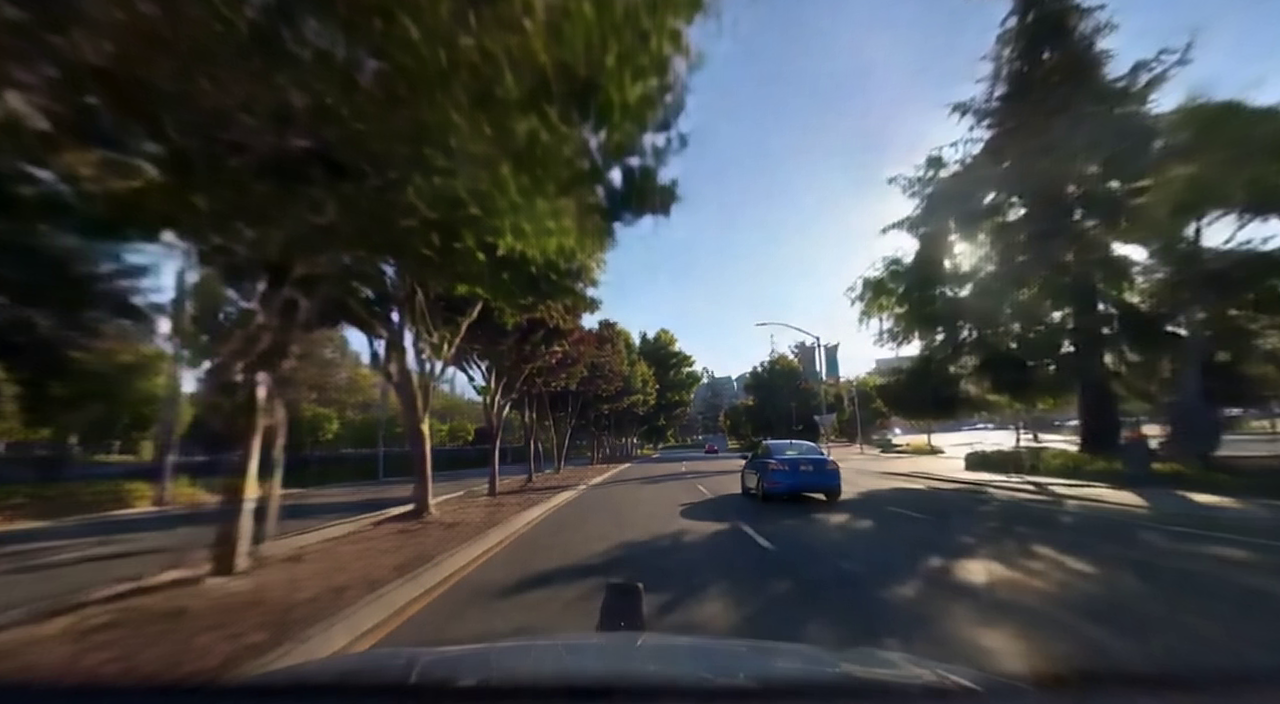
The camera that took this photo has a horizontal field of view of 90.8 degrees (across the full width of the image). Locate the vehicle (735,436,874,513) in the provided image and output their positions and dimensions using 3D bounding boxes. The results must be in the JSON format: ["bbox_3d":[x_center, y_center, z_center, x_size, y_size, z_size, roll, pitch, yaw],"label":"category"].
[{"bbox_3d":[3.553,2.722,14.604,1.928,1.481,4.453,0,-8,-1],"label":"vehicle"}]
